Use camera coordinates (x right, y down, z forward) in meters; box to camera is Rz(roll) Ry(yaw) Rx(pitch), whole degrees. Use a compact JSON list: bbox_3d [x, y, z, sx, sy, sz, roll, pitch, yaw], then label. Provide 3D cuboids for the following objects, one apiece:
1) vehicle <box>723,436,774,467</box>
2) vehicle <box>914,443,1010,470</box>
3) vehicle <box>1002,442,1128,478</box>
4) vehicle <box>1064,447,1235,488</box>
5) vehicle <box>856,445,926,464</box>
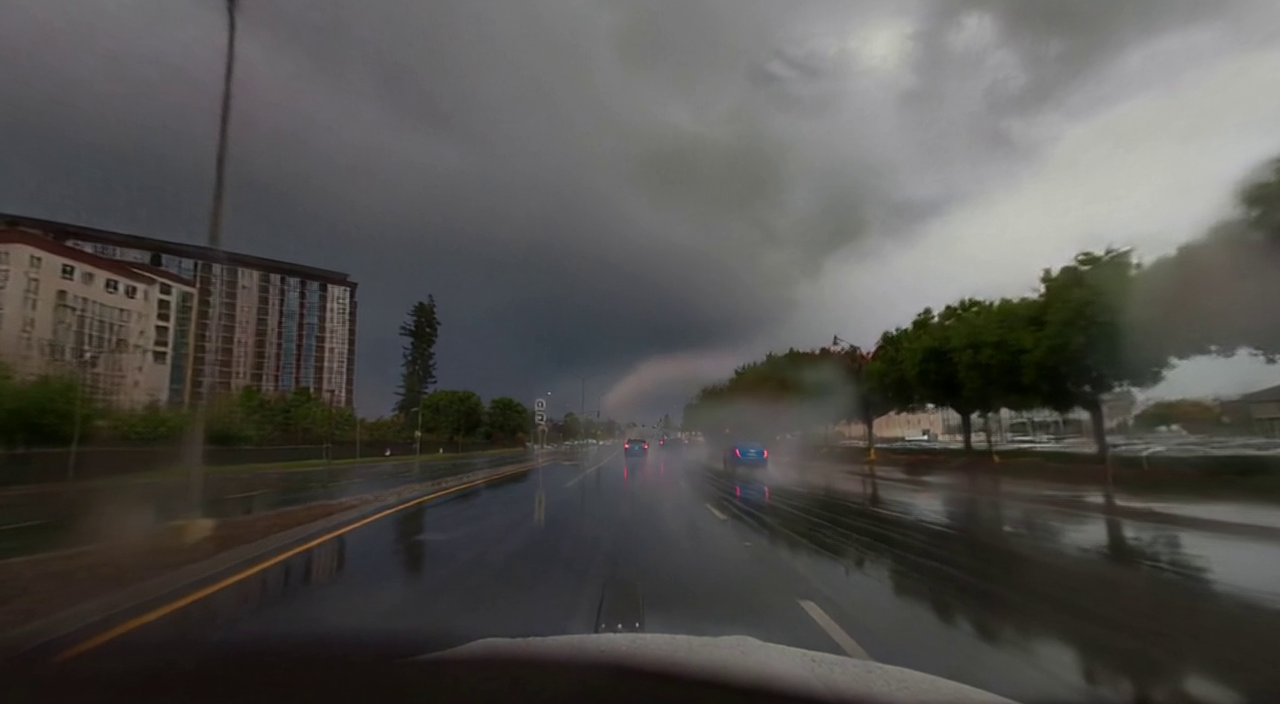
[{"bbox_3d":[6.581,6.126,38.789,2.136,1.799,4.796,0,-9,-2],"label":"vehicle"},{"bbox_3d":[19.163,6.223,37.632,4.644,1.552,1.980,0,-9,4],"label":"vehicle"},{"bbox_3d":[20.041,5.115,29.833,4.485,1.608,1.955,0,-9,0],"label":"vehicle"},{"bbox_3d":[19.058,4.327,23.723,4.683,1.462,1.995,0,-9,1],"label":"vehicle"},{"bbox_3d":[19.733,8.080,49.634,4.653,1.438,1.939,0,-9,-2],"label":"vehicle"}]
